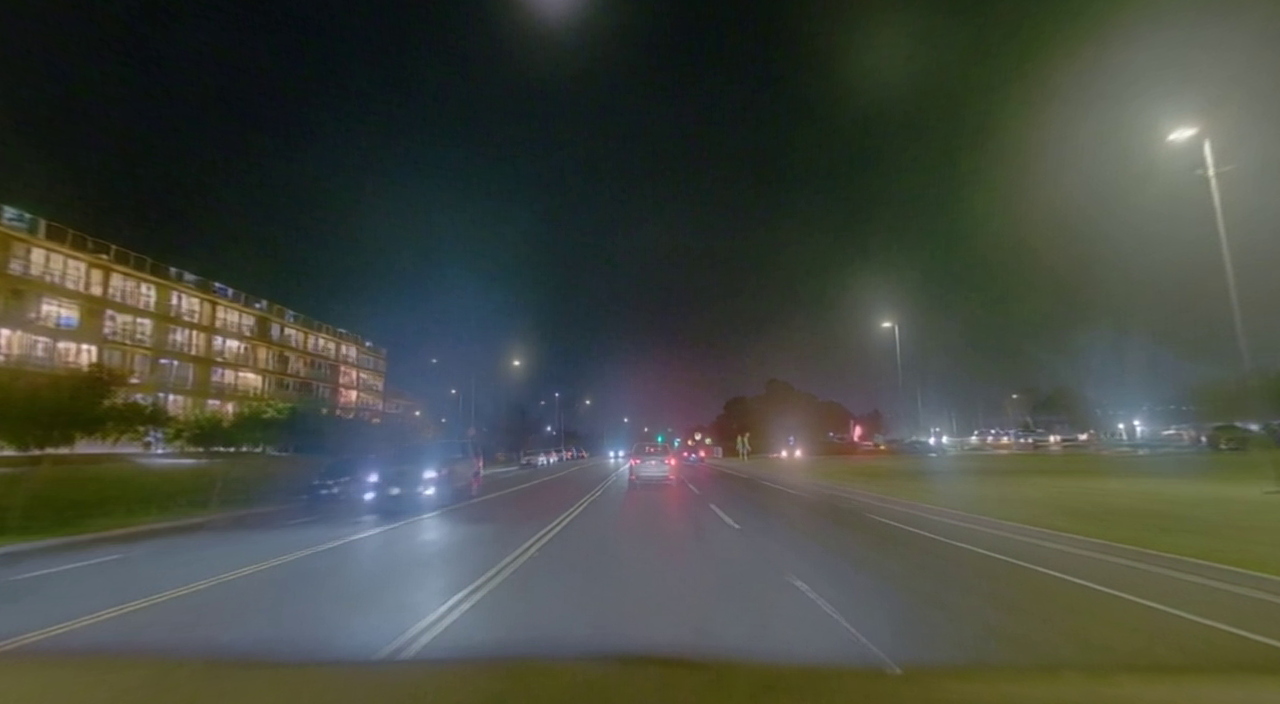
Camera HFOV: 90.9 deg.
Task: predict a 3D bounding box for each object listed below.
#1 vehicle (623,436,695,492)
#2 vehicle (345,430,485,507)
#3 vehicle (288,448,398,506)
[{"bbox_3d":[0.577,3.606,20.558,2.132,1.632,3.838,0,-9,0],"label":"vehicle"},{"bbox_3d":[-6.048,3.183,17.685,2.065,1.838,4.846,0,-9,1],"label":"vehicle"},{"bbox_3d":[-10.213,4.254,22.015,1.932,1.607,4.191,-5,-8,-2],"label":"vehicle"}]
